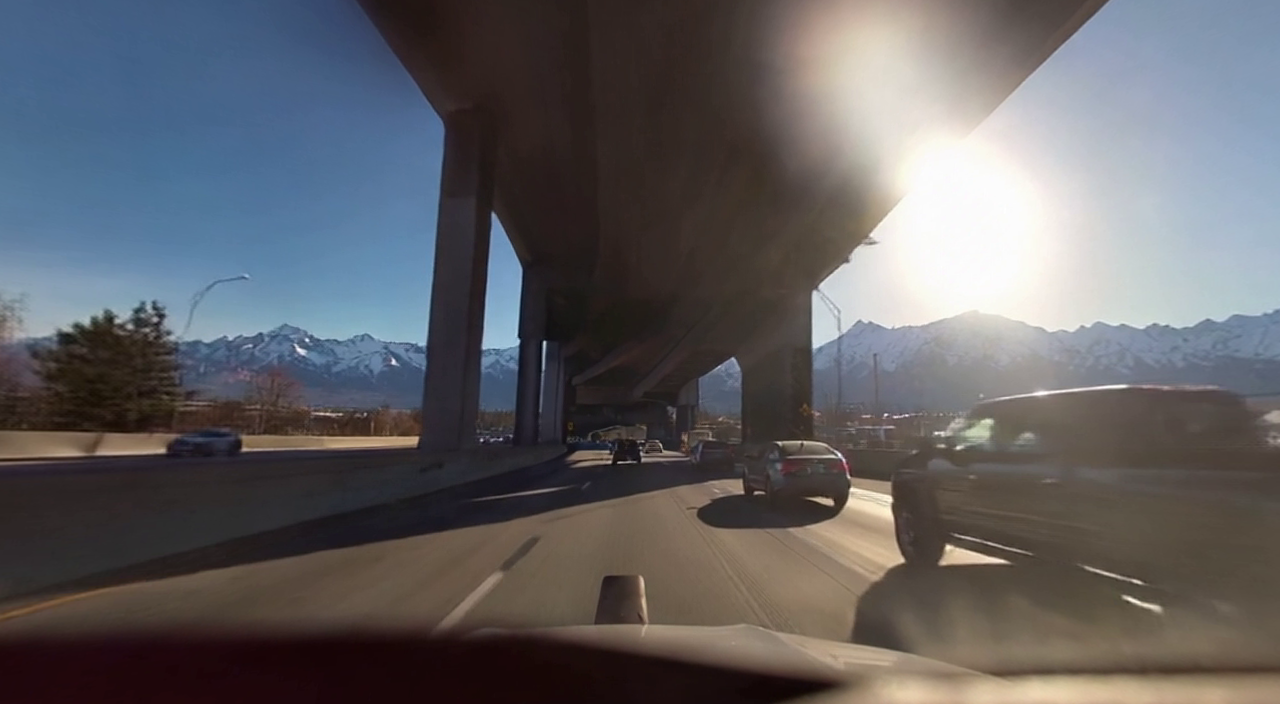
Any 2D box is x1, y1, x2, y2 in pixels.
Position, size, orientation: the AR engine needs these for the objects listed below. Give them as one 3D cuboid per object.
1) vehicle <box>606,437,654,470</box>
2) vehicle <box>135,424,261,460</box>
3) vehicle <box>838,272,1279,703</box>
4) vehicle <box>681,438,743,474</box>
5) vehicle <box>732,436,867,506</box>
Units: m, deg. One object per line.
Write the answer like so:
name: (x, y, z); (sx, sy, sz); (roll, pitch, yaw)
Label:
vehicle: (-0.583, 5.130, 32.070); (2.266, 1.549, 3.978); (0, -8, -3)
vehicle: (-19.291, 3.989, 27.928); (2.170, 1.464, 4.896); (0, -8, -2)
vehicle: (4.036, 0.990, 4.638); (2.747, 2.061, 7.011); (0, -8, -1)
vehicle: (3.217, 4.749, 29.059); (2.057, 1.517, 4.538); (0, -8, -4)
vehicle: (3.747, 2.885, 15.905); (1.923, 1.462, 4.895); (0, -8, -3)
